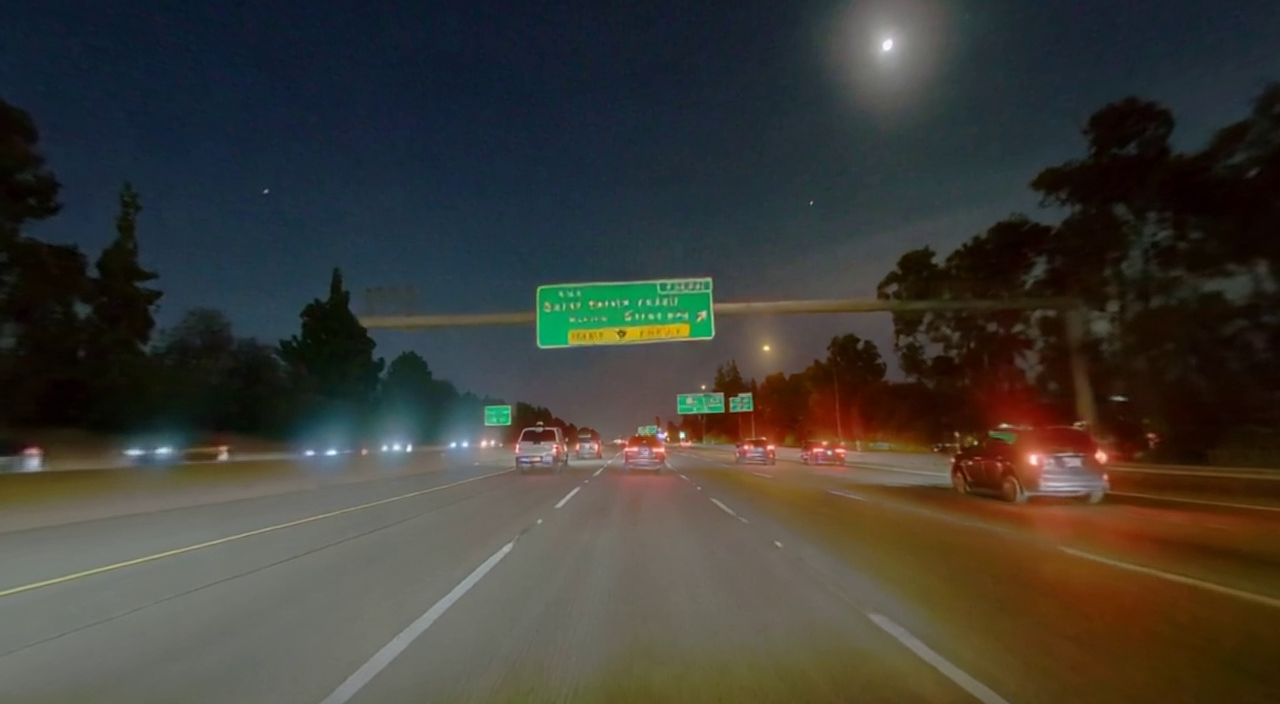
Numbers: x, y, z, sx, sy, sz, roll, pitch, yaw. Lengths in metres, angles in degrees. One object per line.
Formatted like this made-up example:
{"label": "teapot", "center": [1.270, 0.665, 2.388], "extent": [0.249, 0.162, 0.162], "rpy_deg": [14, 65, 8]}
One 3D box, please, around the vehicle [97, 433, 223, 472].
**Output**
{"label": "vehicle", "center": [-21.630, 4.544, 28.664], "extent": [2.062, 1.609, 4.552], "rpy_deg": [0, -8, 1]}

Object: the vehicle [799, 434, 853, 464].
{"label": "vehicle", "center": [11.672, 6.091, 39.776], "extent": [2.010, 1.765, 4.375], "rpy_deg": [0, -8, 0]}

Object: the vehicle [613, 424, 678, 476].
{"label": "vehicle", "center": [0.197, 3.581, 23.104], "extent": [2.181, 1.728, 3.970], "rpy_deg": [0, -8, 1]}

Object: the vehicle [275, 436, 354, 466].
{"label": "vehicle", "center": [-17.807, 5.427, 34.720], "extent": [1.892, 1.504, 4.406], "rpy_deg": [0, -8, 1]}

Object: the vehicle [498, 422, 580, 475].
{"label": "vehicle", "center": [-3.642, 3.614, 23.639], "extent": [2.199, 1.777, 4.790], "rpy_deg": [0, -8, 1]}

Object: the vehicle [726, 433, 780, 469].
{"label": "vehicle", "center": [5.629, 5.014, 31.950], "extent": [2.022, 1.682, 4.226], "rpy_deg": [0, -8, 1]}

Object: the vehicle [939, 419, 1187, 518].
{"label": "vehicle", "center": [7.705, 2.152, 12.075], "extent": [1.989, 1.569, 3.964], "rpy_deg": [0, -8, 0]}
